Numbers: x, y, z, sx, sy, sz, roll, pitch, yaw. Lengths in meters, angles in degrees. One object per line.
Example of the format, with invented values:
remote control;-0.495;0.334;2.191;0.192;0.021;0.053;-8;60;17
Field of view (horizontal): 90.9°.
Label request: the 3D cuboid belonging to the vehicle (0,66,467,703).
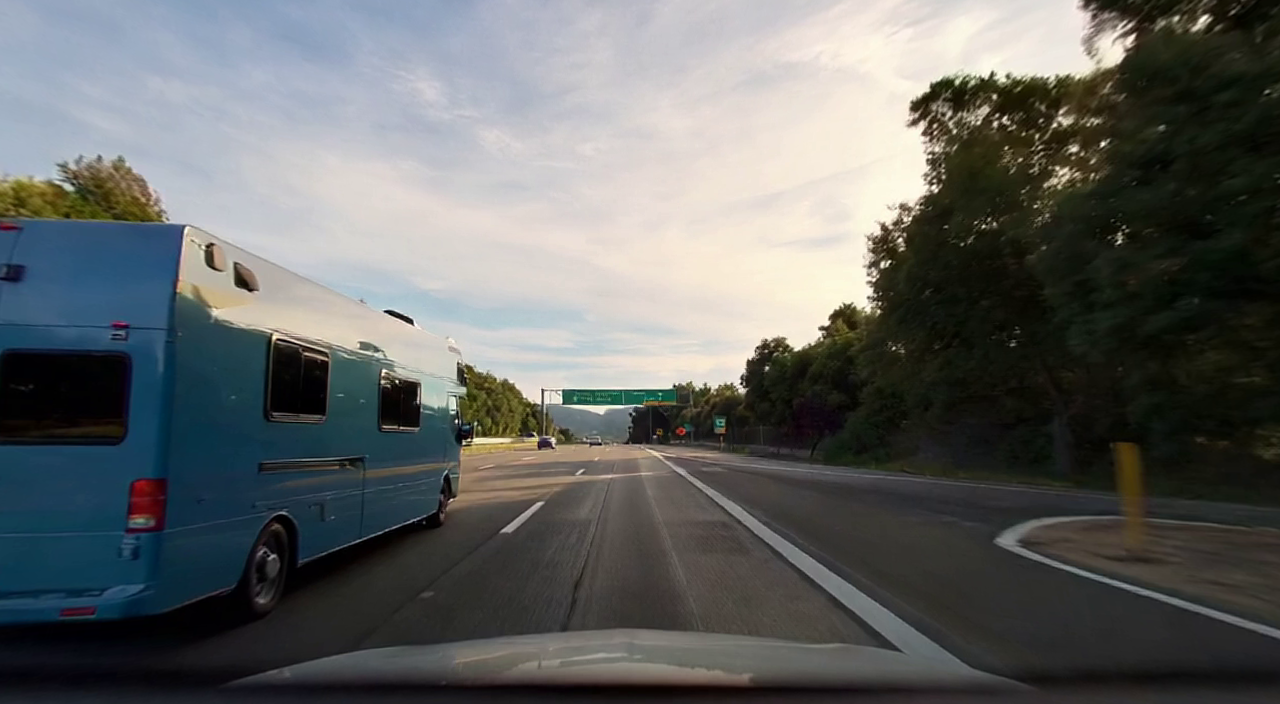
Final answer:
vehicle;-4.022;0.646;6.476;2.676;3.269;7.388;1;-6;-3
